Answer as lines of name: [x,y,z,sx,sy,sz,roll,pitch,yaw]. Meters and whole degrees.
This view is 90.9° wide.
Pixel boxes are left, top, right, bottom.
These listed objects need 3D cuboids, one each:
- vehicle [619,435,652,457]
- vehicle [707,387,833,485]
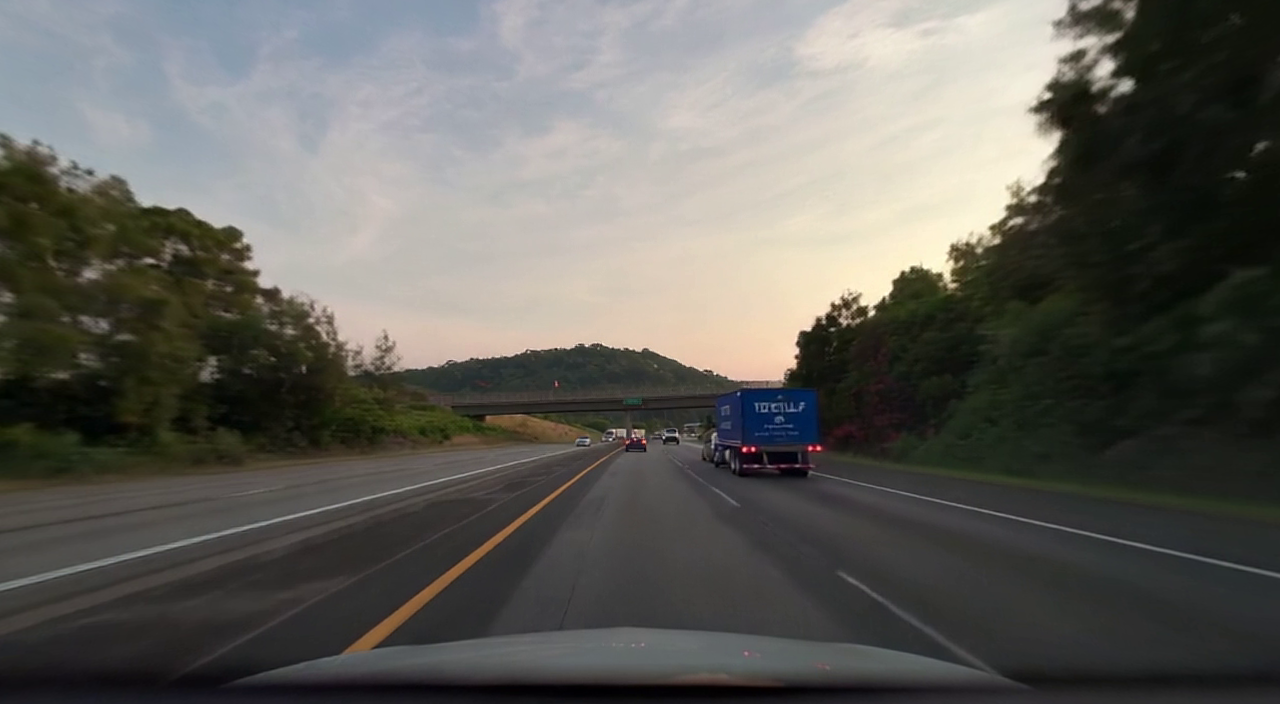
vehicle: [-0.285,6.058,40.645,1.996,1.325,4.029,0,-7,0]
vehicle: [4.003,2.779,21.053,2.715,2.746,6.550,0,-7,-1]
